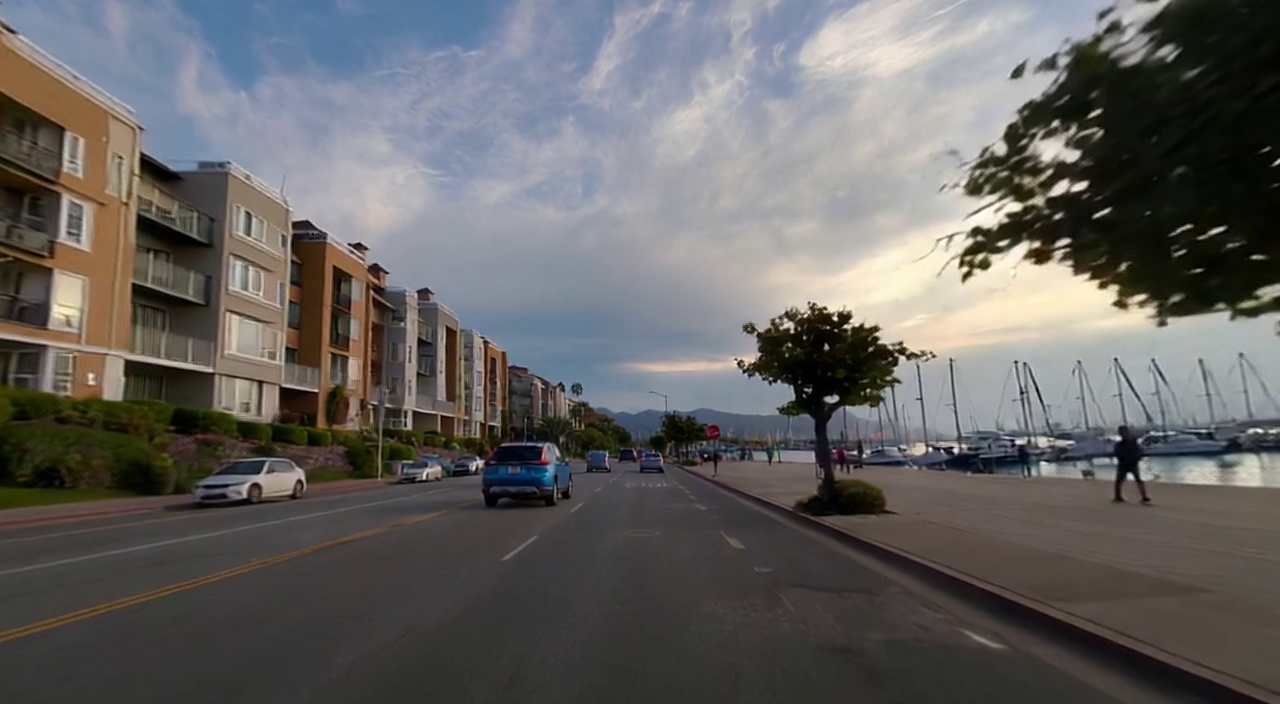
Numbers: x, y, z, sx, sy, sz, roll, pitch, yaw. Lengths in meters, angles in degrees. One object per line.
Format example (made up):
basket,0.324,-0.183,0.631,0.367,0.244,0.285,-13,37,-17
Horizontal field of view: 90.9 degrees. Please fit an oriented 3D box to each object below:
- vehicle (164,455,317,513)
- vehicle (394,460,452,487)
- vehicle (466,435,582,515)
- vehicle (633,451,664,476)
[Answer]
vehicle,-13.351,4.411,21.491,2.128,1.716,4.479,-1,-9,2
vehicle,-13.343,7.465,38.995,1.871,1.463,4.555,0,-9,1
vehicle,-2.900,3.229,16.985,2.082,1.817,4.724,-1,-9,2
vehicle,0.634,7.742,43.827,2.057,1.624,3.726,-1,-9,2
